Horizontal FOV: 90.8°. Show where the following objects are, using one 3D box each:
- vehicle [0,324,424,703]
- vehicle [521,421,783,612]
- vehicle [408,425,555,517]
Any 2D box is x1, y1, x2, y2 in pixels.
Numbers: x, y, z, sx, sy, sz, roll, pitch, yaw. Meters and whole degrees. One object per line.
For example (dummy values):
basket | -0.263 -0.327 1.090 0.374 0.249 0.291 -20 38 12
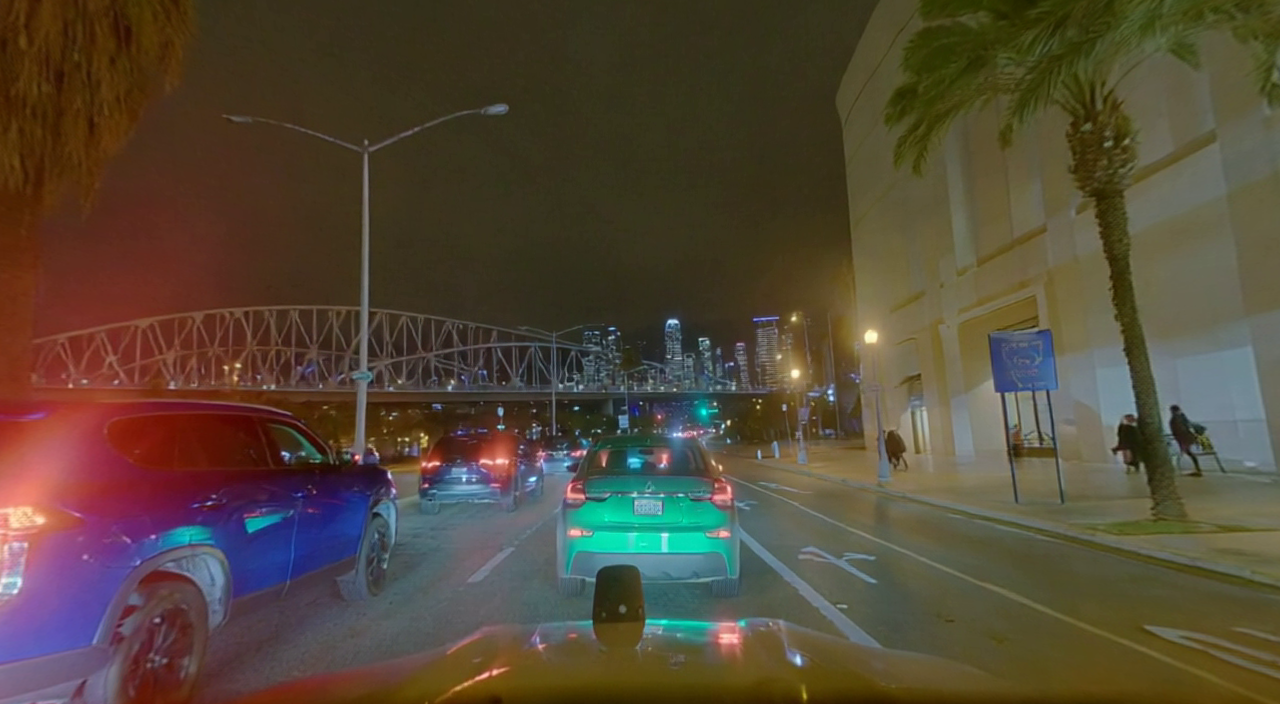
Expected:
vehicle | -3.249 1.074 4.190 2.014 1.740 4.359 0 -8 1
vehicle | 0.073 1.586 7.039 2.036 1.461 4.129 0 -8 -1
vehicle | -3.161 2.467 13.551 1.955 1.637 4.032 0 -8 2
